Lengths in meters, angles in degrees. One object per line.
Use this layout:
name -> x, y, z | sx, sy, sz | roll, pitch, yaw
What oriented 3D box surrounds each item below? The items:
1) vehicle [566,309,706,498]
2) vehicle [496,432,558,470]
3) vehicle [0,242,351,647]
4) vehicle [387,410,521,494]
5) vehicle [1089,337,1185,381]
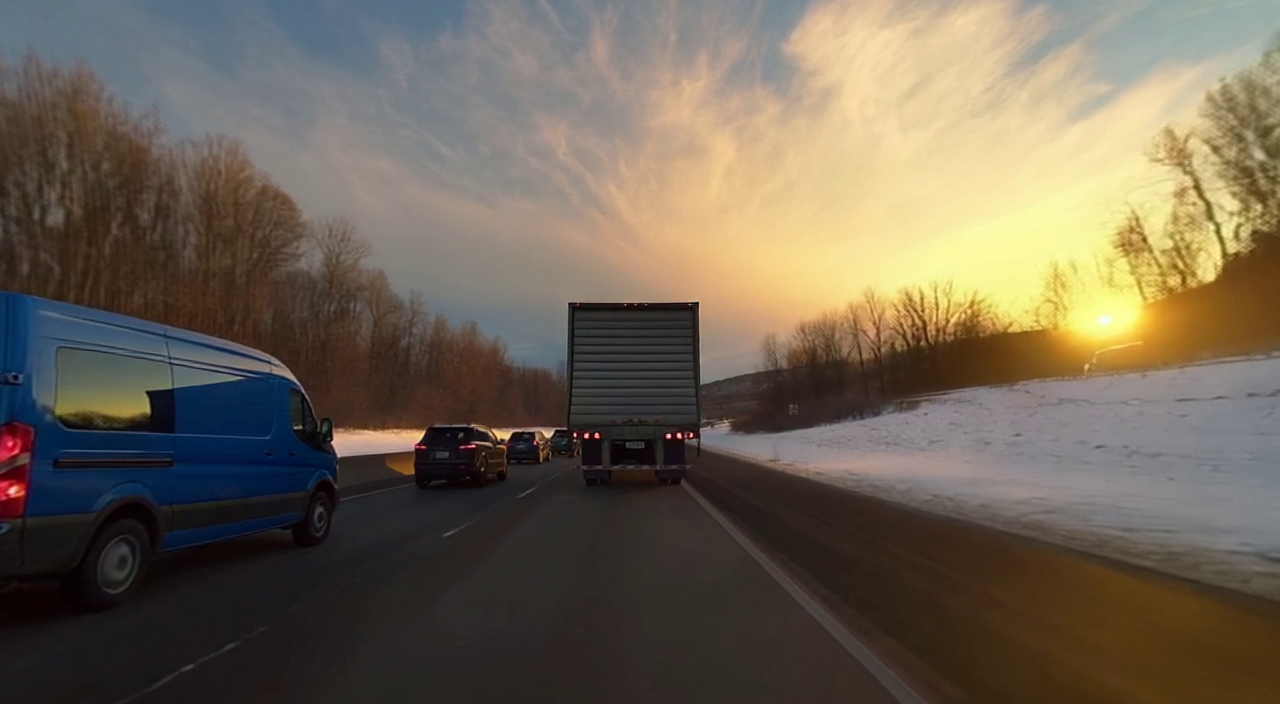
vehicle -> -0.054, 1.734, 18.476 | 2.953, 4.041, 10.072 | 0, -8, 0
vehicle -> -4.870, 4.341, 27.818 | 1.931, 1.539, 4.441 | 0, -8, 0
vehicle -> -5.253, 0.839, 5.851 | 2.478, 2.515, 5.438 | 0, -8, 0
vehicle -> -4.903, 2.715, 17.486 | 2.168, 1.985, 4.952 | 0, -8, 0
vehicle -> 27.409, 0.456, 34.894 | 2.034, 1.625, 4.809 | 6, -7, 9
